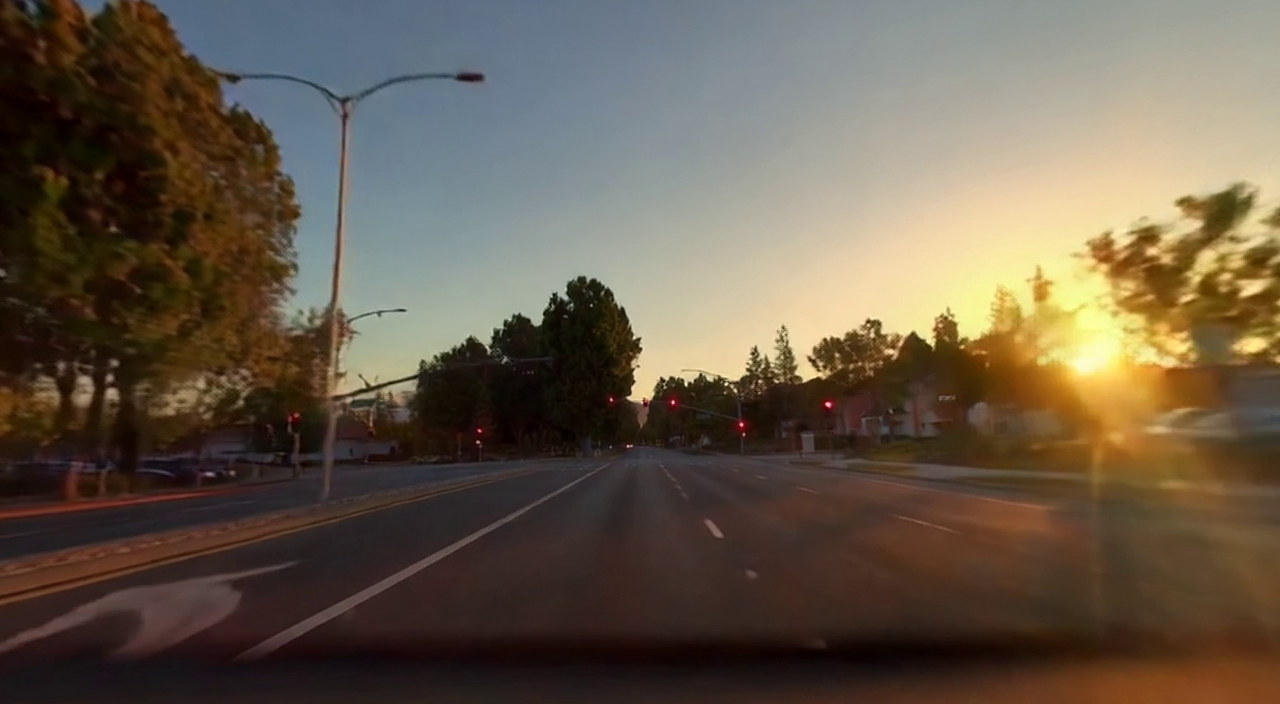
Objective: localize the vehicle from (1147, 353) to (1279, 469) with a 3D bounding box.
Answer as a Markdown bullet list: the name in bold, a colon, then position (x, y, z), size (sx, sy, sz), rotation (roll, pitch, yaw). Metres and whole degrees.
- **vehicle**: position (20.782, 1.904, 19.732), size (7.304, 3.335, 2.869), rotation (0, -9, -2)

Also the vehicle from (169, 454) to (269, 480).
- **vehicle**: position (-30.852, 8.447, 46.451), size (5.418, 1.823, 2.531), rotation (0, -9, -2)
